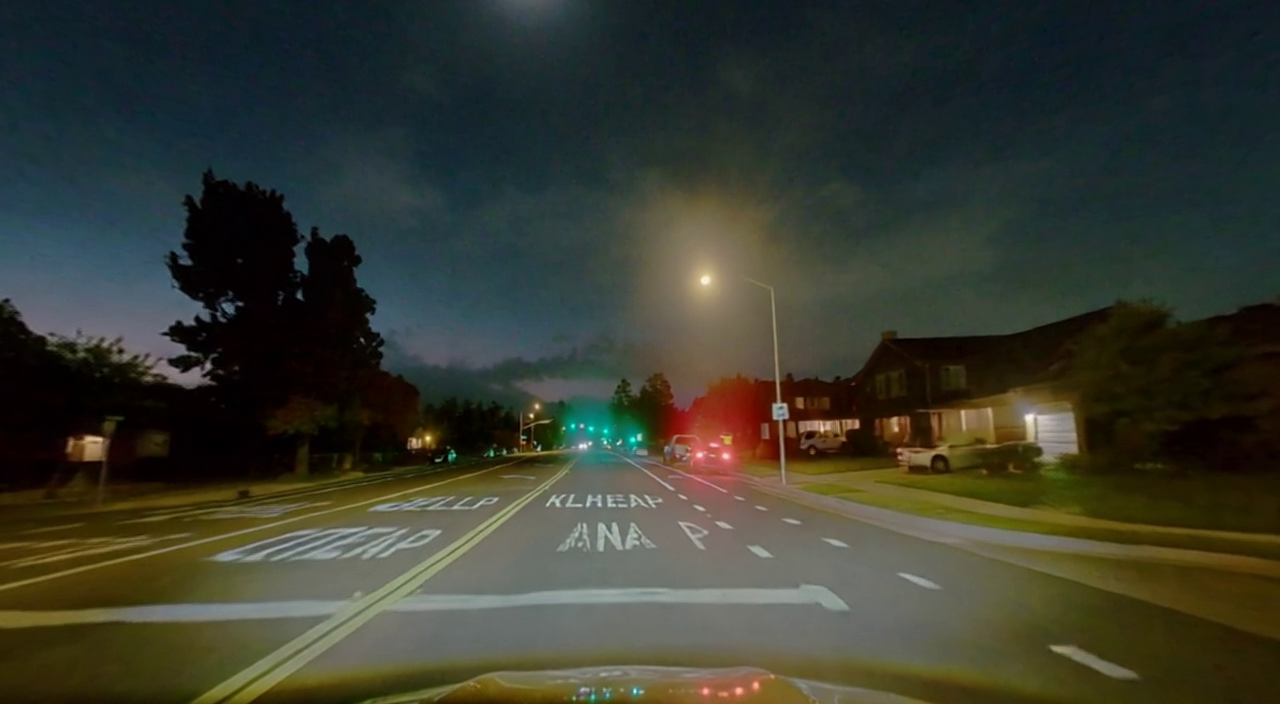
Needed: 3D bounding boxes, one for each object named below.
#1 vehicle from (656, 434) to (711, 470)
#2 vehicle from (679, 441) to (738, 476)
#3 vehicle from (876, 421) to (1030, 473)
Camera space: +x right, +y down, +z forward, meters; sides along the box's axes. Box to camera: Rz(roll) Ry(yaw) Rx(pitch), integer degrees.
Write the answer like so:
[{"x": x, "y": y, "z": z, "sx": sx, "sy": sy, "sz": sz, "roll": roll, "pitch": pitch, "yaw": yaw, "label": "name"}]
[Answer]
[{"x": 2.368, "y": 5.664, "z": 36.134, "sx": 2.293, "sy": 1.858, "sz": 5.868, "roll": 0, "pitch": -8, "yaw": -4, "label": "vehicle"}, {"x": 3.093, "y": 4.936, "z": 29.520, "sx": 1.919, "sy": 1.474, "sz": 4.370, "roll": 0, "pitch": -8, "yaw": -5, "label": "vehicle"}, {"x": 10.869, "y": 3.323, "z": 22.084, "sx": 4.492, "sy": 1.619, "sz": 1.849, "roll": -6, "pitch": -10, "yaw": 35, "label": "vehicle"}]
